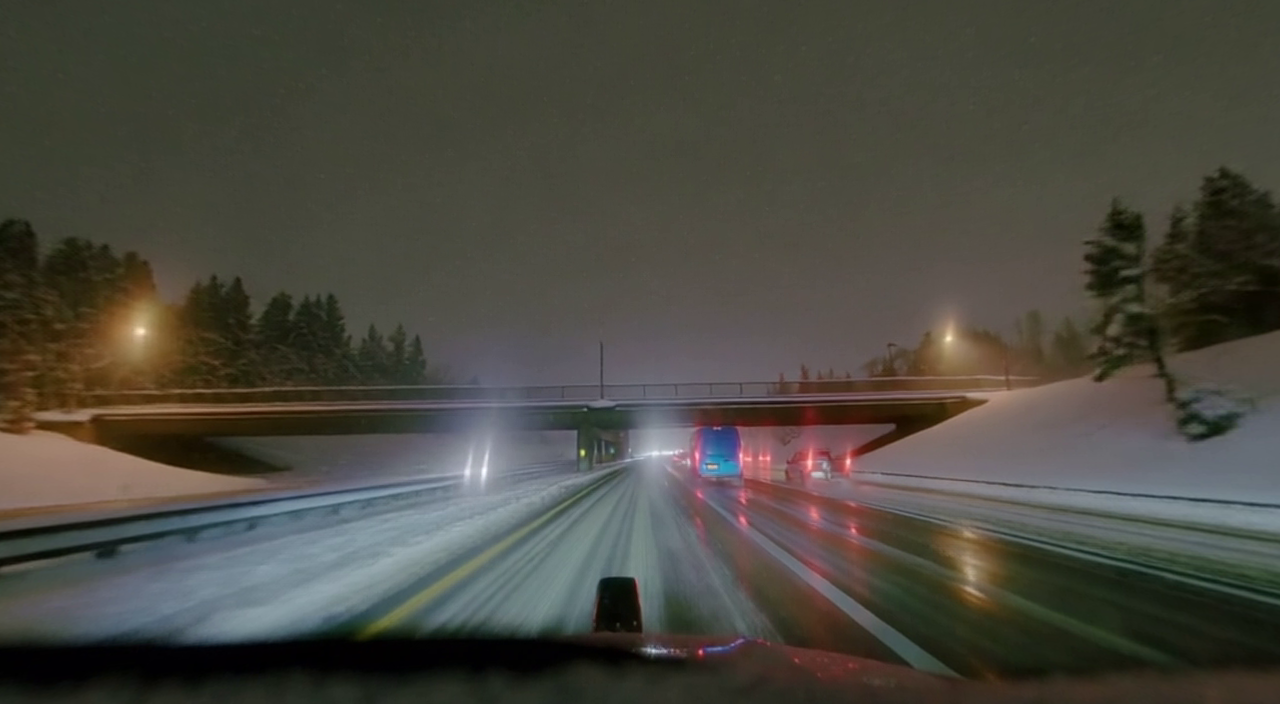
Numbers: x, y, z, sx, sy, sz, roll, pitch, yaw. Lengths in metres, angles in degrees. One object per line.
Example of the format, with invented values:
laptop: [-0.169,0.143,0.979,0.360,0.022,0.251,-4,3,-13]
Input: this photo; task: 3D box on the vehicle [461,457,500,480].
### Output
vehicle: [-12.162,8.920,48.042,1.890,1.593,4.054,-1,-9,1]

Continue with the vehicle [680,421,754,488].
vehicle: [3.224,4.459,27.483,2.560,2.598,5.581,-1,-9,1]
